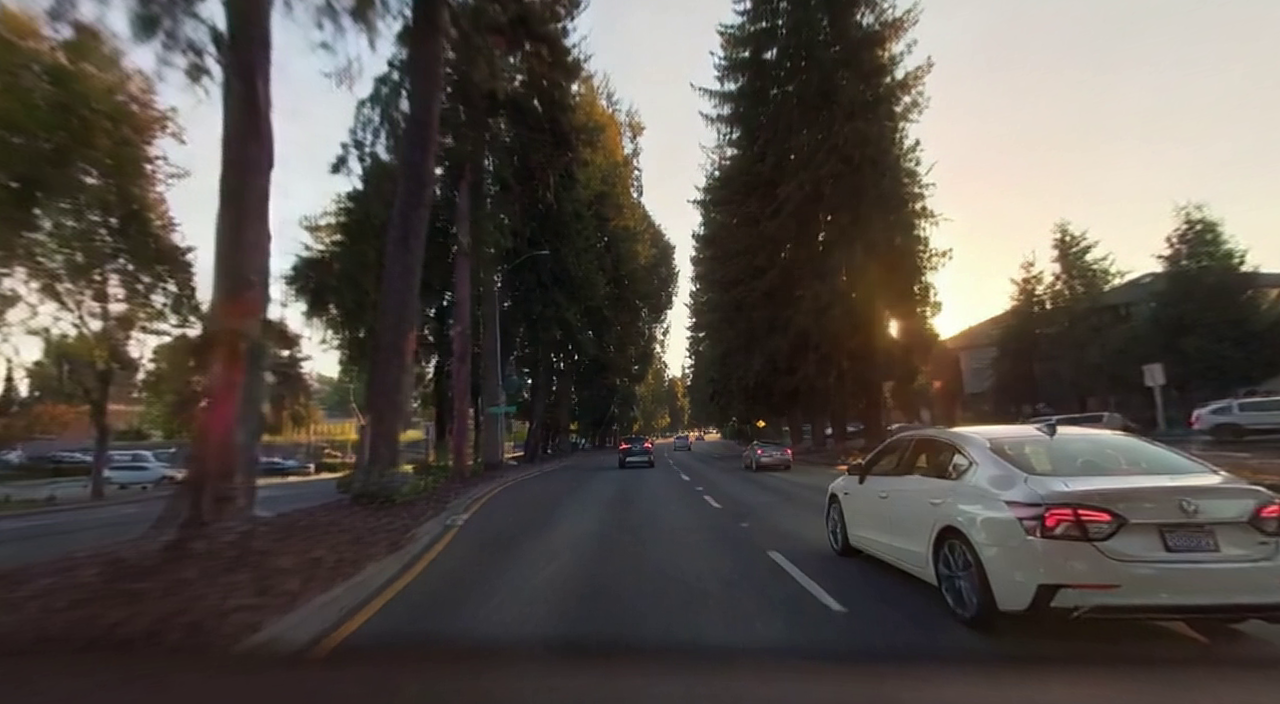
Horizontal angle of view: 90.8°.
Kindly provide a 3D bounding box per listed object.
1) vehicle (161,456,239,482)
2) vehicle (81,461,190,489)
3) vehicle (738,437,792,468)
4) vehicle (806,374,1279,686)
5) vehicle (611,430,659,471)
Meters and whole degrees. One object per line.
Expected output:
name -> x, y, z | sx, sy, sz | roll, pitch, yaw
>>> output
vehicle -> -30.267, 8.051, 43.536 | 4.058, 1.535, 1.826 | -2, -8, -1
vehicle -> -29.976, 7.297, 37.631 | 4.689, 1.535, 2.042 | 0, -8, -1
vehicle -> 6.306, 5.111, 32.290 | 1.883, 1.452, 4.258 | 0, -8, 0
vehicle -> 3.196, 1.273, 5.685 | 2.153, 1.658, 4.485 | 0, -8, 0
vehicle -> -0.217, 4.692, 30.127 | 2.106, 1.798, 4.168 | 0, -8, 0
